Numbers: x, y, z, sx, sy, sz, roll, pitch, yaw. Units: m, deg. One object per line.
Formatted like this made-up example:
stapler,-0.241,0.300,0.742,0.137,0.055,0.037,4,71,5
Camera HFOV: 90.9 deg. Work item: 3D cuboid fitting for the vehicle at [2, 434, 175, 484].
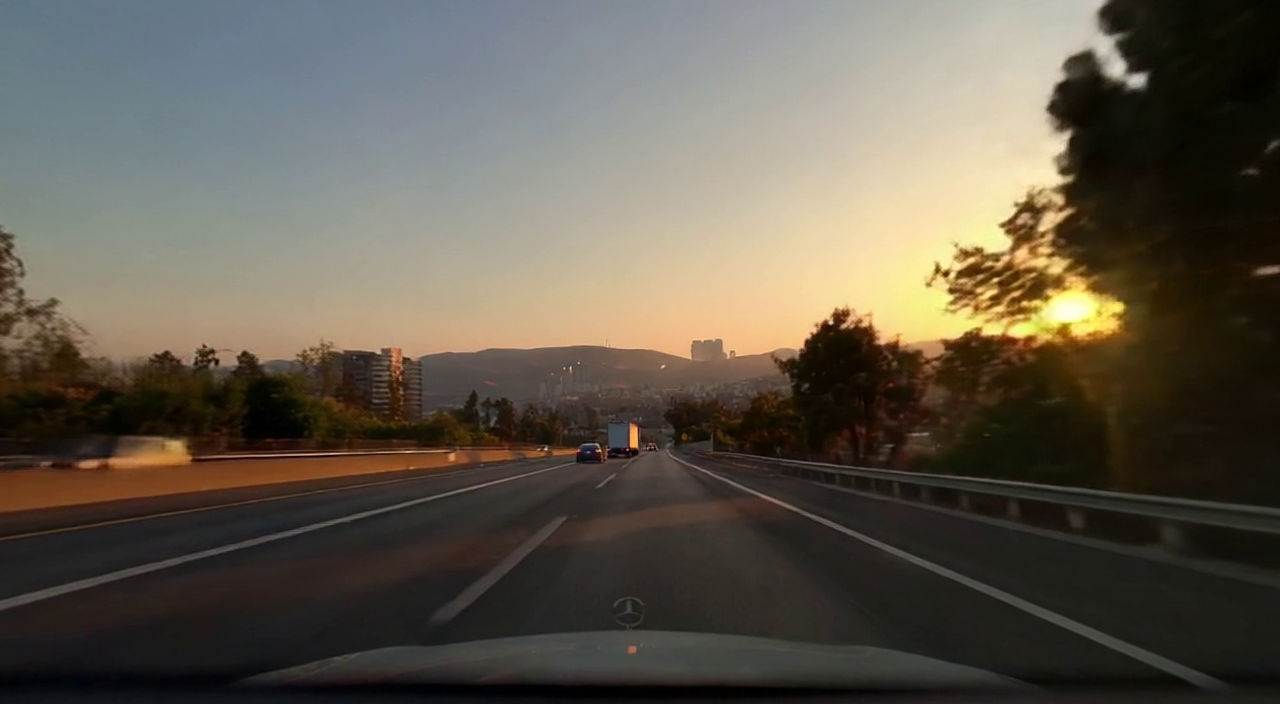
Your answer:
vehicle,-19.619,3.810,22.784,1.918,1.593,4.638,0,-8,2
